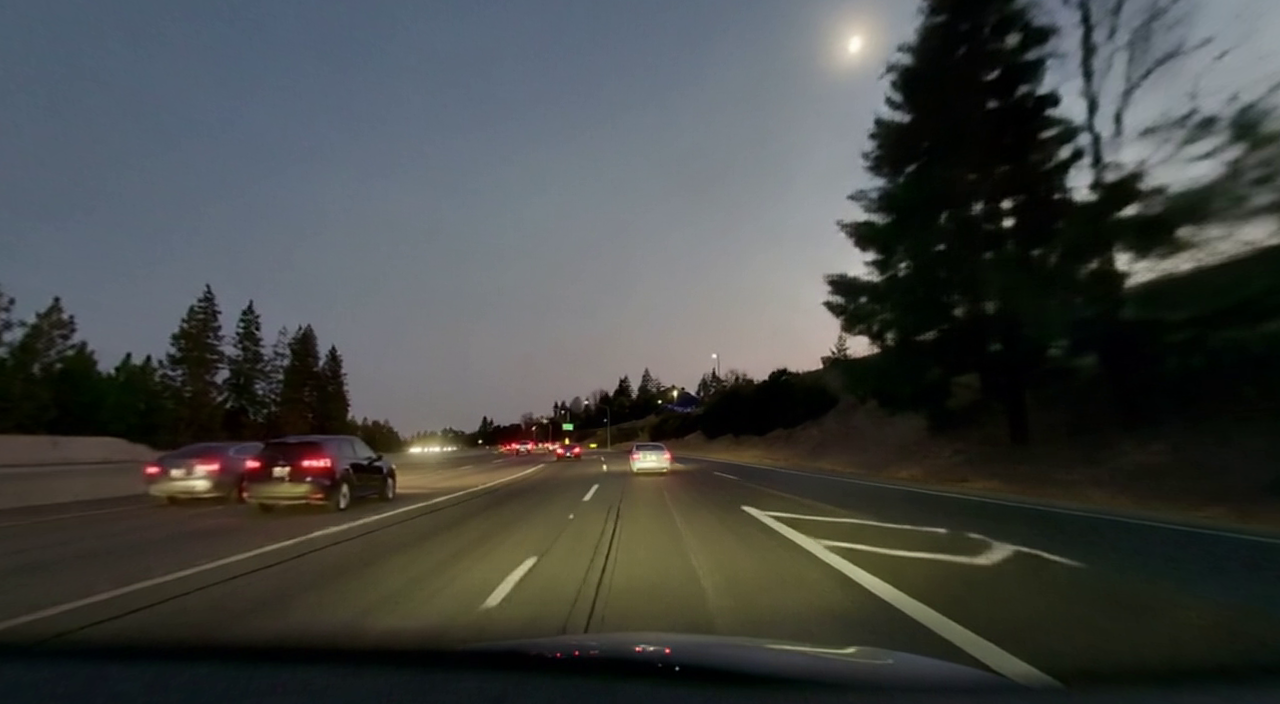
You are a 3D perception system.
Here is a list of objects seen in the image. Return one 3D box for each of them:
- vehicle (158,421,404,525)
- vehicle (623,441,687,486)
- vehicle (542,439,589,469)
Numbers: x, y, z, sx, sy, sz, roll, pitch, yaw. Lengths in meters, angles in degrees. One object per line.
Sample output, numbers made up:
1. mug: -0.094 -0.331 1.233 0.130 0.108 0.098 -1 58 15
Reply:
1. vehicle: -6.763 2.336 12.710 2.221 1.693 4.631 0 -9 0
2. vehicle: 0.438 3.867 22.173 2.051 1.444 3.927 0 -9 -1
3. vehicle: -4.110 5.755 35.740 2.246 1.519 4.980 0 -9 -2
